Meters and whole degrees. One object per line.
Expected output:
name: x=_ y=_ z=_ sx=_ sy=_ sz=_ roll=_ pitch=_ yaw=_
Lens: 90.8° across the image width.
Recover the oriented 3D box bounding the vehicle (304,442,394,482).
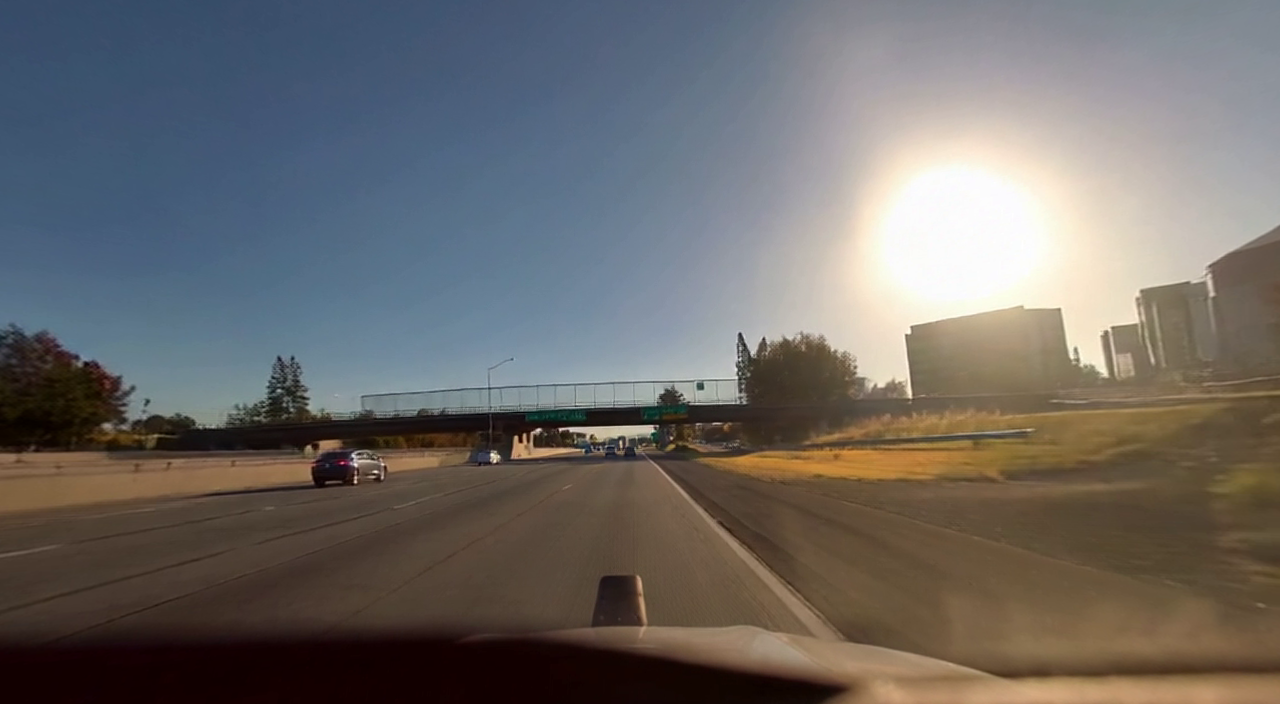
vehicle: x=-14.462 y=5.481 z=31.849 sx=2.049 sy=1.792 sz=5.177 roll=0 pitch=-9 yaw=0
